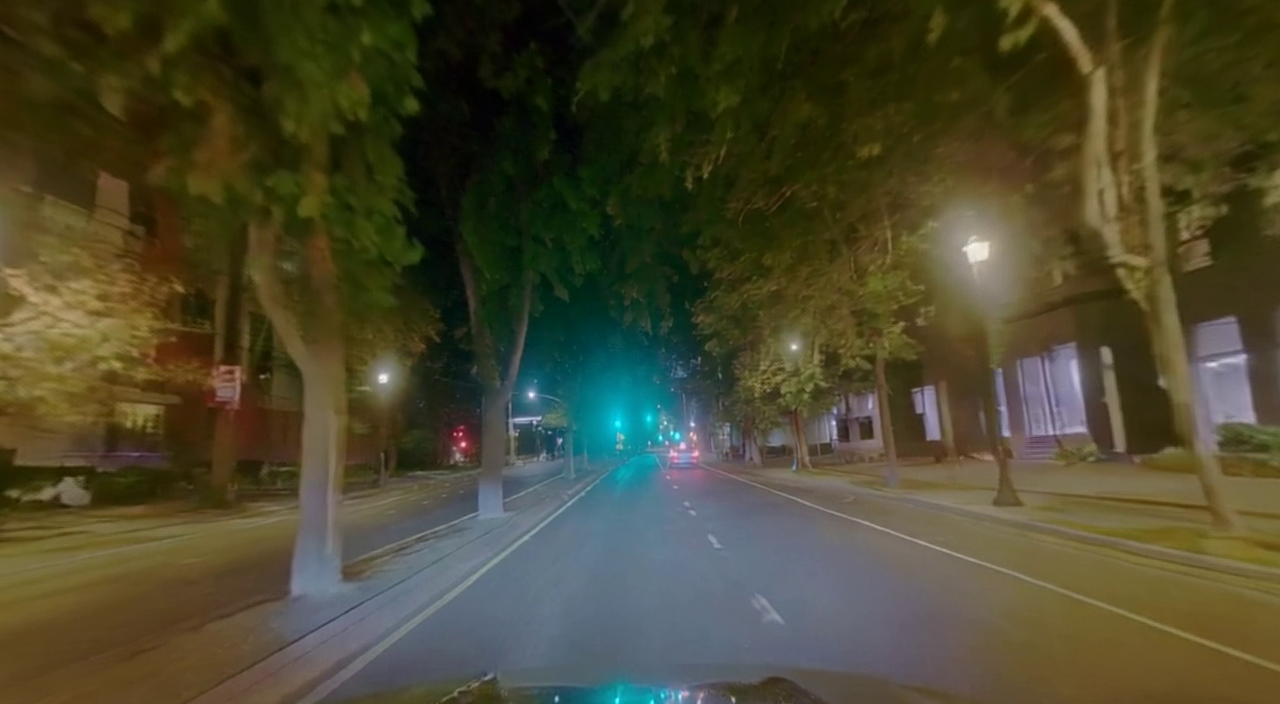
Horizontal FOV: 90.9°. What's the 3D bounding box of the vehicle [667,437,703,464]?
[{"bbox_3d":[3.055,6.832,43.721,2.129,1.719,4.205,0,-9,0],"label":"vehicle"}]
